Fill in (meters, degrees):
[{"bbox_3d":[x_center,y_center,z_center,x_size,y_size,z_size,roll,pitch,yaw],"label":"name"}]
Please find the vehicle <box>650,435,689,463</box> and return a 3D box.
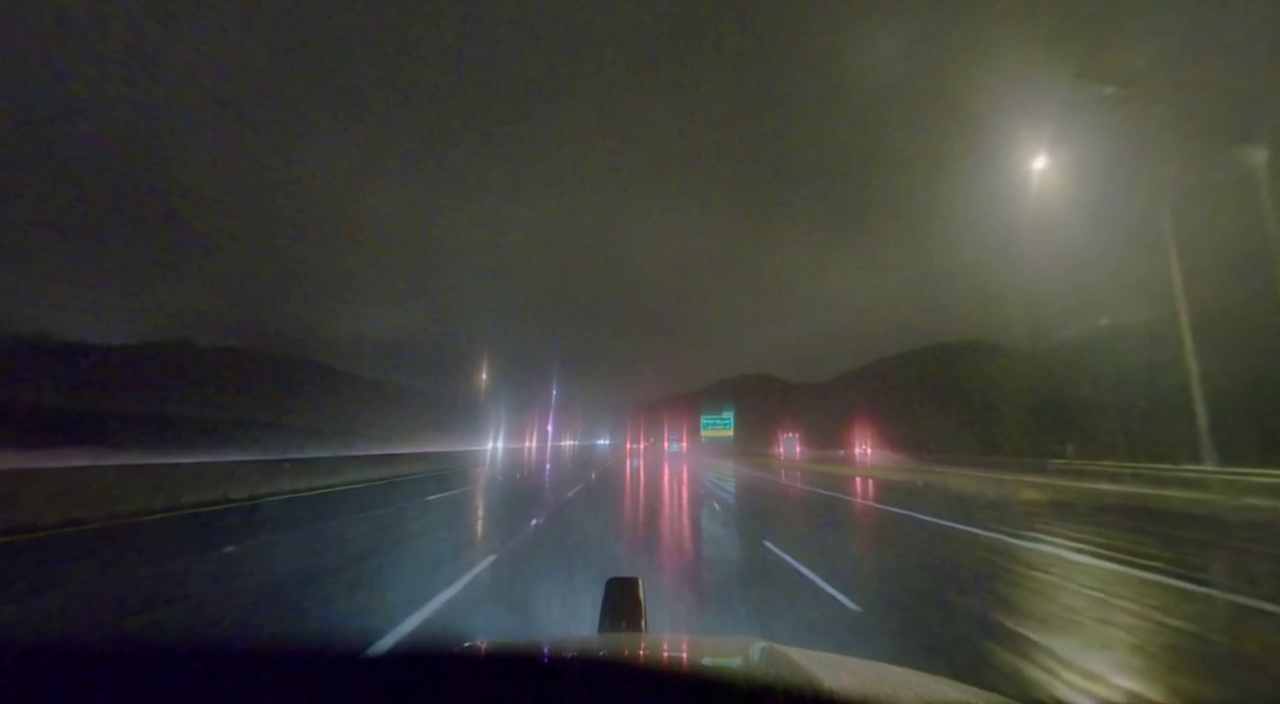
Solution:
[{"bbox_3d":[2.147,7.313,47.657,2.431,1.916,4.808,0,-8,-3],"label":"vehicle"}]
